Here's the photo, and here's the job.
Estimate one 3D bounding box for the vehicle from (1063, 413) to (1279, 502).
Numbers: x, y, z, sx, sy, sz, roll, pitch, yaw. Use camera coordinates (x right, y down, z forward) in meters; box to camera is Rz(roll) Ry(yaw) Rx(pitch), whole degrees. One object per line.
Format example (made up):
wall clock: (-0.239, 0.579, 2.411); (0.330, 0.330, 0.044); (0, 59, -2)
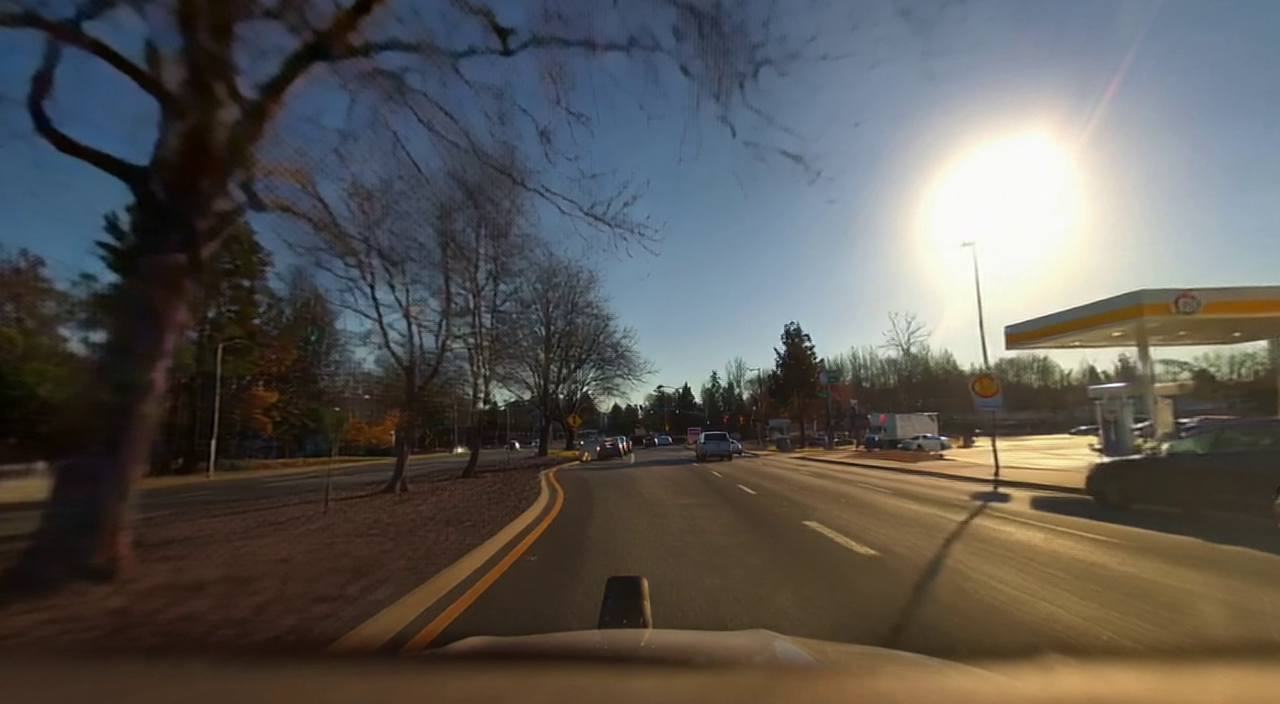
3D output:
vehicle: (12.816, 2.345, 14.179); (4.960, 1.802, 2.068); (-3, -9, 17)

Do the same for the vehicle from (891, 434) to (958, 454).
vehicle: (21.975, 7.156, 48.841); (1.784, 1.472, 4.532); (5, -10, -26)

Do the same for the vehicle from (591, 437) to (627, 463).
vehicle: (-1.839, 5.852, 37.615); (2.032, 1.461, 4.173); (1, -9, -2)
